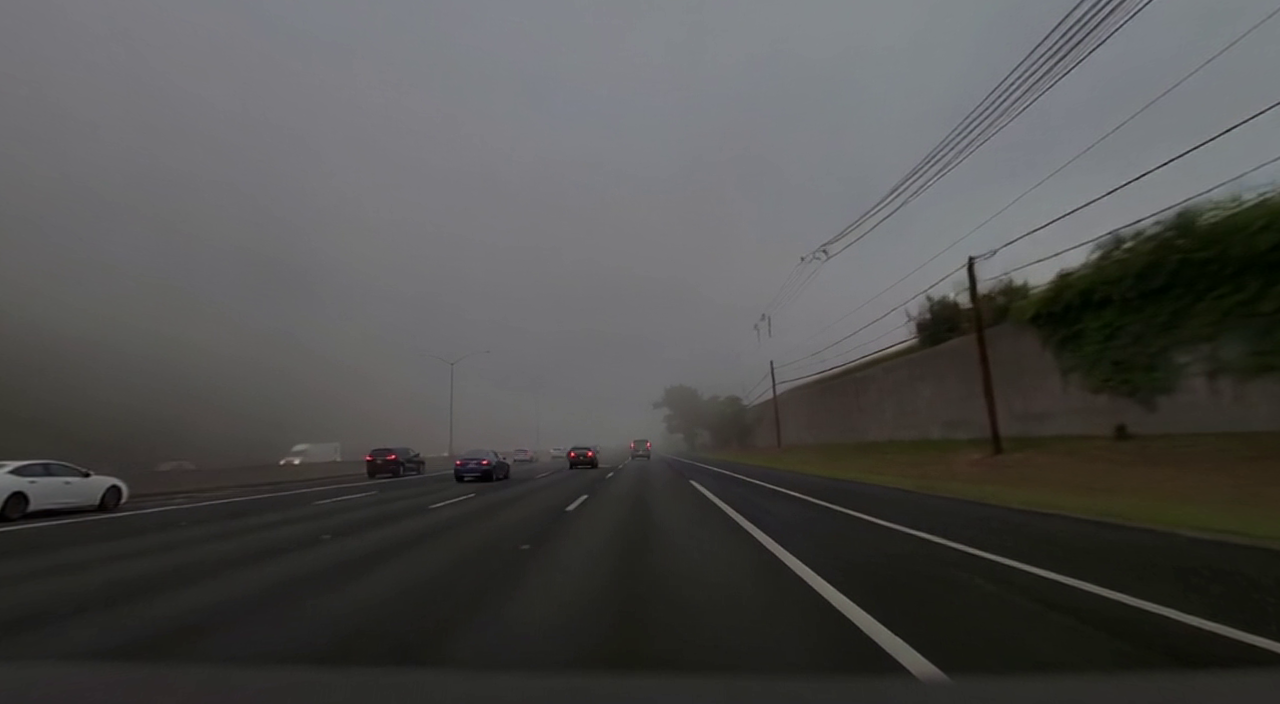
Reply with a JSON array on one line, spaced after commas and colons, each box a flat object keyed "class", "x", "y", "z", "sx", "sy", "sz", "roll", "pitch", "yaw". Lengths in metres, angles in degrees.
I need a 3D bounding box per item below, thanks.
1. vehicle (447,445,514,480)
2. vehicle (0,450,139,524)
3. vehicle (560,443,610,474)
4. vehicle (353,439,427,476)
[{"class": "vehicle", "x": -7.149, "y": 4.967, "z": 28.717, "sx": 1.899, "sy": 1.472, "sz": 4.202, "roll": 0, "pitch": -8, "yaw": 1}, {"class": "vehicle", "x": -14.173, "y": 2.965, "z": 14.109, "sx": 1.885, "sy": 1.474, "sz": 4.849, "roll": 0, "pitch": -8, "yaw": 1}, {"class": "vehicle", "x": -2.698, "y": 5.328, "z": 31.829, "sx": 2.064, "sy": 1.446, "sz": 4.409, "roll": 0, "pitch": -8, "yaw": 0}, {"class": "vehicle", "x": -14.375, "y": 6.072, "z": 36.614, "sx": 2.172, "sy": 1.946, "sz": 5.017, "roll": 0, "pitch": -8, "yaw": 1}]
